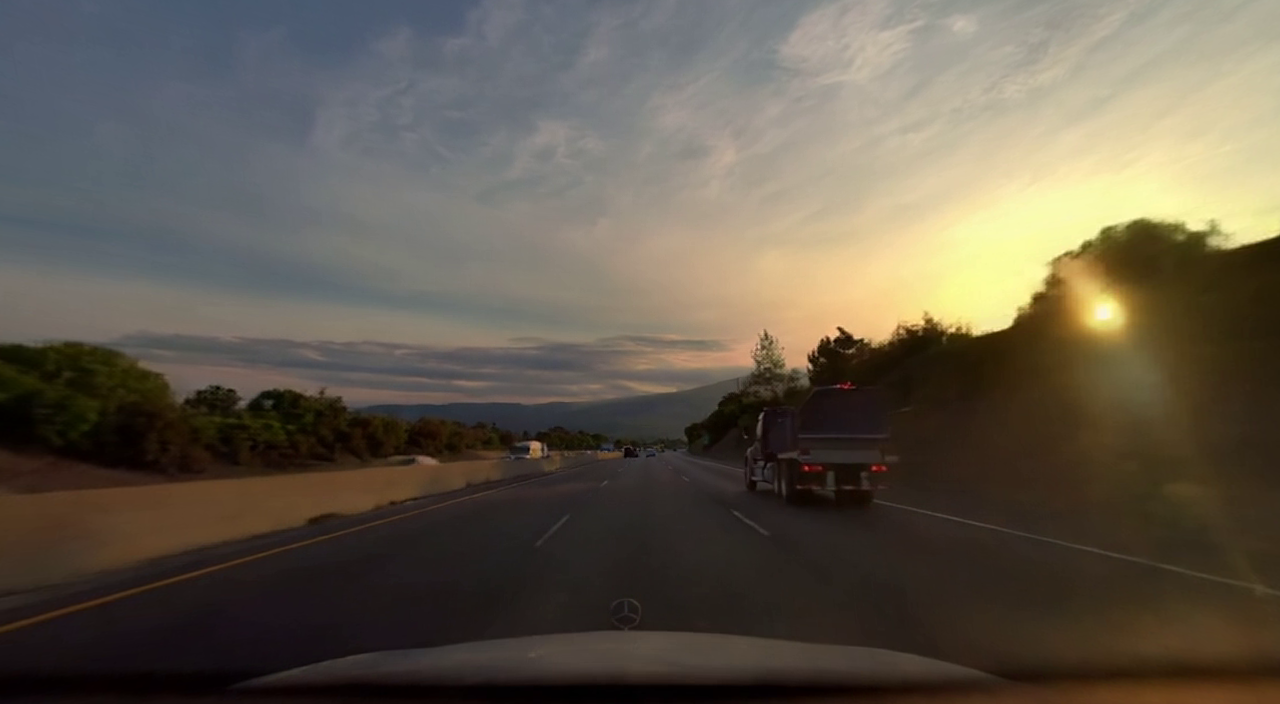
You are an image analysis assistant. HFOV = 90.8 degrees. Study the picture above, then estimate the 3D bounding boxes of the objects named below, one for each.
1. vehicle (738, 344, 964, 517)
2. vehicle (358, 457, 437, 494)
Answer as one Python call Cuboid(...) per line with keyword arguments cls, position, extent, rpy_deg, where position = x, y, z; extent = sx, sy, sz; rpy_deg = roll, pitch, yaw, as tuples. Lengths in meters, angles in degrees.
Cuboid(cls="vehicle", position=(4.666, 2.122, 16.221), extent=(2.771, 3.313, 8.121), rpy_deg=(0, -9, -2))
Cuboid(cls="vehicle", position=(-11.049, 5.629, 29.132), extent=(1.923, 1.488, 4.363), rpy_deg=(0, -9, 0))
